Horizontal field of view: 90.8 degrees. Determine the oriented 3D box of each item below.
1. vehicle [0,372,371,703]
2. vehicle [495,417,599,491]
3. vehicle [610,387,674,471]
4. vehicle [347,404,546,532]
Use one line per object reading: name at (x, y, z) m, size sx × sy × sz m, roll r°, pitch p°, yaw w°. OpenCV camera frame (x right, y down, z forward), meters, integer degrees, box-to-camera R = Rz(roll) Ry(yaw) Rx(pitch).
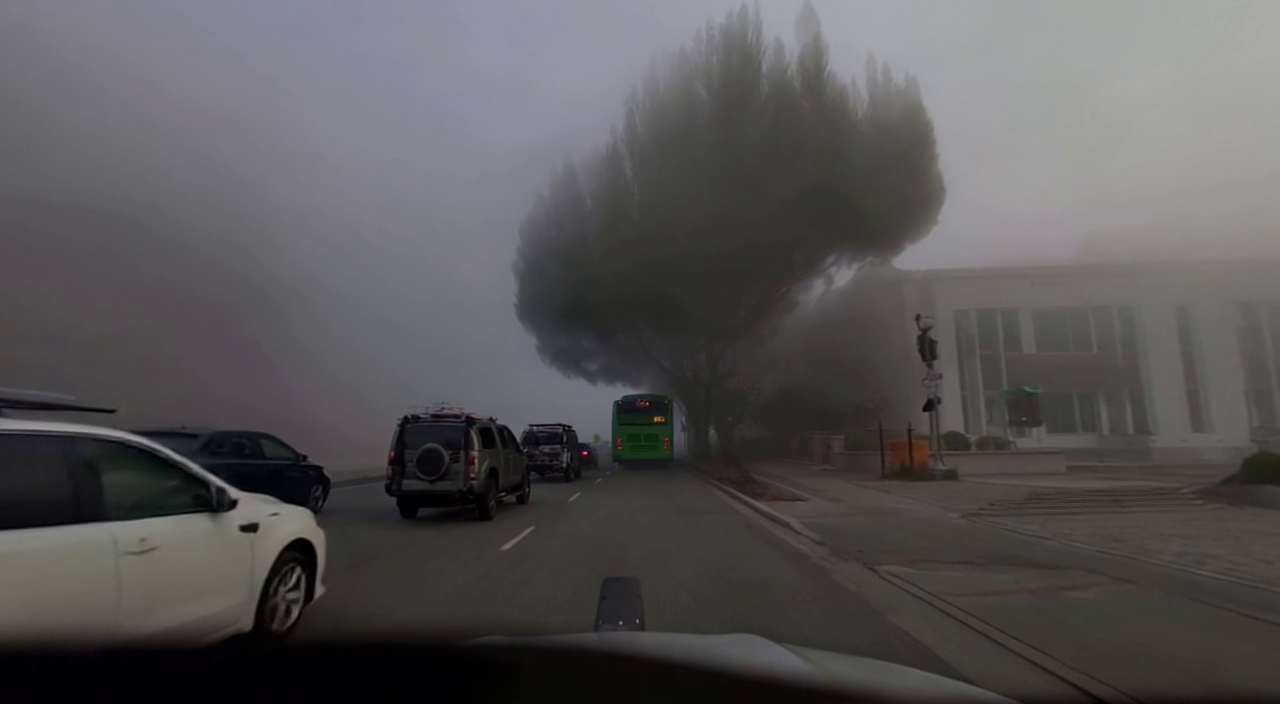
vehicle at (-3.302, 0.976, 2.962) m, size 2.042 × 1.571 × 4.475 m, roll 0°, pitch -9°, yaw 1°
vehicle at (-2.907, 3.420, 21.442) m, size 2.546 × 2.125 × 5.869 m, roll 0°, pitch -9°, yaw 1°
vehicle at (0.155, 4.485, 35.543) m, size 2.970 × 3.857 × 12.200 m, roll 0°, pitch -9°, yaw 0°
vehicle at (-3.278, 2.118, 12.027) m, size 2.095 × 1.892 × 5.043 m, roll 0°, pitch -9°, yaw 1°
